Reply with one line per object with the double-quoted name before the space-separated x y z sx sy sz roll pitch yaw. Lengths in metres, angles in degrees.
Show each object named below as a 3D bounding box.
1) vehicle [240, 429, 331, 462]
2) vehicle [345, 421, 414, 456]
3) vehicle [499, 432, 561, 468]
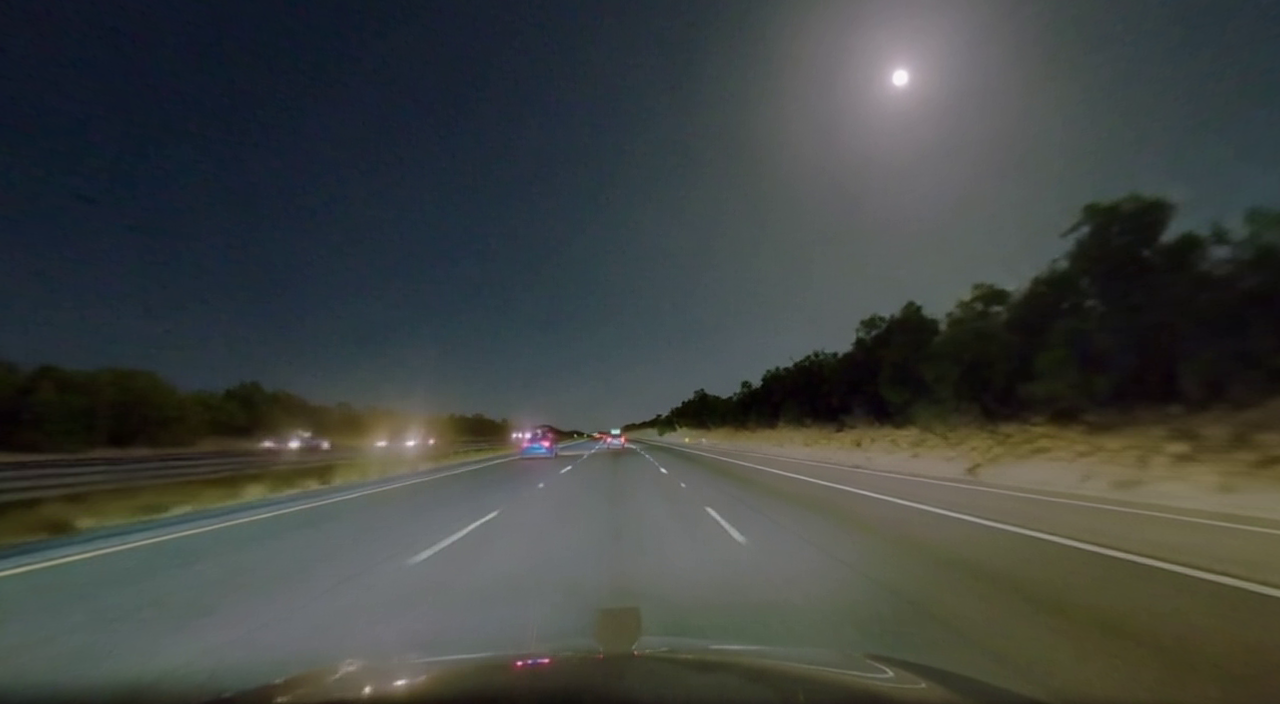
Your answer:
"vehicle" -17.464 4.640 31.338 1.918 1.485 4.666 0 -8 -2
"vehicle" -13.696 4.600 33.393 1.948 1.709 4.137 0 -8 -2
"vehicle" -5.084 4.619 29.919 2.141 1.534 5.099 0 -8 -2
